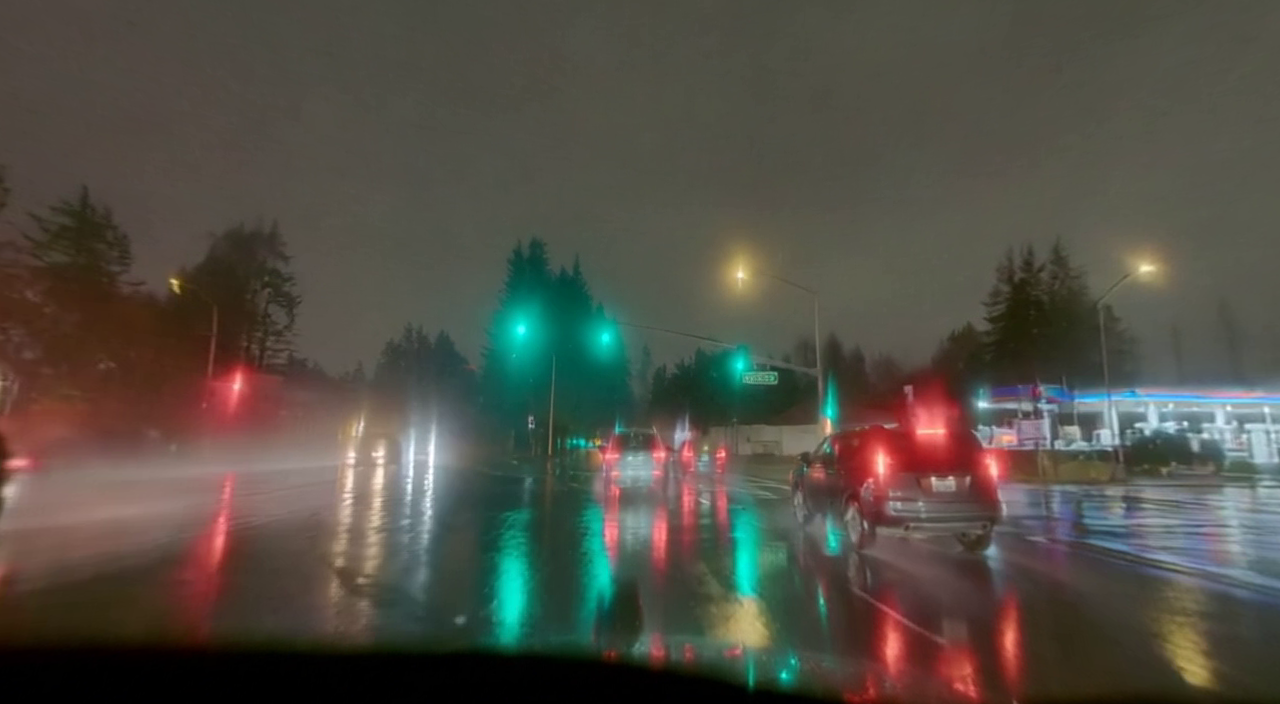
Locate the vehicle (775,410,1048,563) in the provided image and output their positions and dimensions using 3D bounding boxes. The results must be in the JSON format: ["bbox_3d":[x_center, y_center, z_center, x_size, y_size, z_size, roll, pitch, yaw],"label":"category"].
[{"bbox_3d":[3.603,1.863,9.430,2.000,1.745,4.206,0,-8,-3],"label":"vehicle"}]

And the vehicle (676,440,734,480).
[{"bbox_3d":[2.766,4.698,27.634,1.800,1.592,3.658,1,-8,-6],"label":"vehicle"}]

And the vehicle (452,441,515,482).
[{"bbox_3d":[-6.325,4.456,25.942,1.987,1.505,4.337,1,-8,-7],"label":"vehicle"}]

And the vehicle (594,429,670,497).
[{"bbox_3d":[-0.320,3.296,19.082,2.051,1.798,4.168,0,-8,-3],"label":"vehicle"}]

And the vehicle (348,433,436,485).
[{"bbox_3d":[-9.219,3.987,23.834,1.992,1.755,4.283,1,-8,-6],"label":"vehicle"}]
